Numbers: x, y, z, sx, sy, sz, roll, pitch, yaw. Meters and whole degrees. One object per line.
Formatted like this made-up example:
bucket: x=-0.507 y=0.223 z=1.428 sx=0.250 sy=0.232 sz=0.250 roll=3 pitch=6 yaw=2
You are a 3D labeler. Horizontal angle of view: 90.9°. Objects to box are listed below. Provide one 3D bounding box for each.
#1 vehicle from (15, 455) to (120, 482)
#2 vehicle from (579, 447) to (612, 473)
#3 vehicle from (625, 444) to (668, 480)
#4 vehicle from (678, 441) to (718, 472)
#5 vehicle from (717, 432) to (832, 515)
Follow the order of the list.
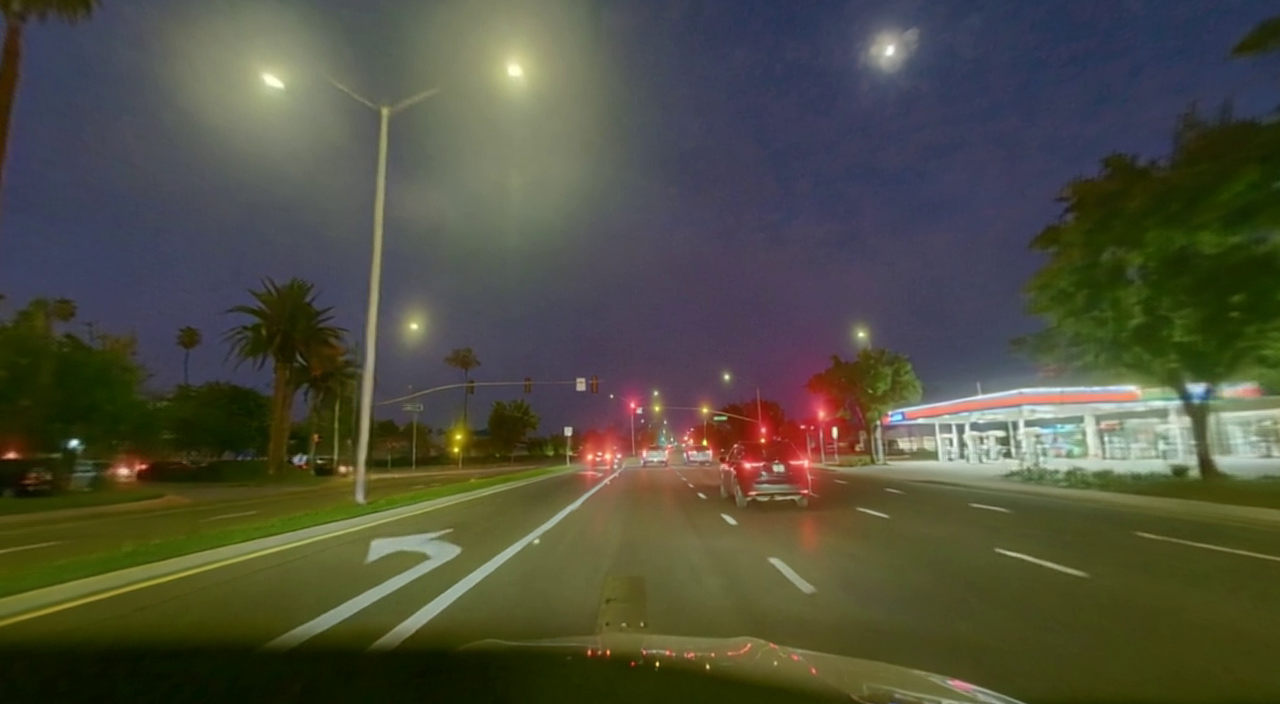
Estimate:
vehicle: x=-36.025 y=7.305 z=39.733 sx=4.667 sy=1.620 sz=2.004 roll=0 pitch=-8 yaw=2
vehicle: x=-2.800 y=6.948 z=40.801 sx=1.788 sy=1.600 sz=4.298 roll=0 pitch=-8 yaw=1
vehicle: x=0.310 y=5.428 z=31.328 sx=1.991 sy=1.664 sz=3.814 roll=0 pitch=-8 yaw=0
vehicle: x=3.803 y=6.934 z=42.098 sx=2.154 sy=1.975 sz=4.634 roll=0 pitch=-8 yaw=-1
vehicle: x=3.118 y=2.881 z=15.446 sx=1.872 sy=1.752 sz=3.896 roll=0 pitch=-8 yaw=-1
